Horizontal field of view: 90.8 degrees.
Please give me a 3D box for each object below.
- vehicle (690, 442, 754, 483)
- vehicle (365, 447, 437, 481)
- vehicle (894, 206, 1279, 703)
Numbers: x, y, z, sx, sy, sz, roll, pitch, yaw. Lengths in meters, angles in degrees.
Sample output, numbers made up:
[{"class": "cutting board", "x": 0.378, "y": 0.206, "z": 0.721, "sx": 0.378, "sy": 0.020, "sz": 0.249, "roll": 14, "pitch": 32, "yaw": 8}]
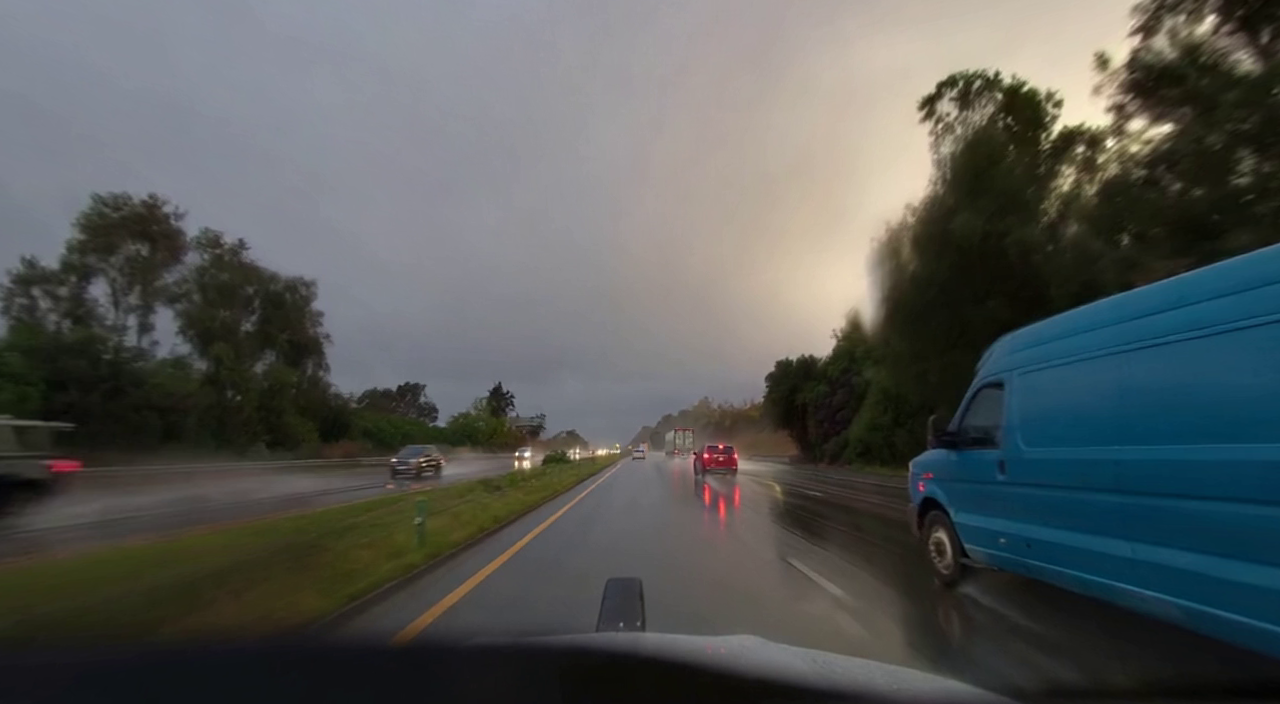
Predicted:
[{"class": "vehicle", "x": 3.520, "y": 4.856, "z": 28.053, "sx": 2.130, "sy": 1.658, "sz": 4.537, "roll": 0, "pitch": -9, "yaw": -1}, {"class": "vehicle", "x": -11.332, "y": 5.308, "z": 30.184, "sx": 1.879, "sy": 1.504, "sz": 3.929, "roll": 0, "pitch": -9, "yaw": 0}, {"class": "vehicle", "x": 3.744, "y": 0.730, "z": 3.736, "sx": 2.242, "sy": 2.285, "sz": 5.233, "roll": 0, "pitch": -9, "yaw": 0}]
